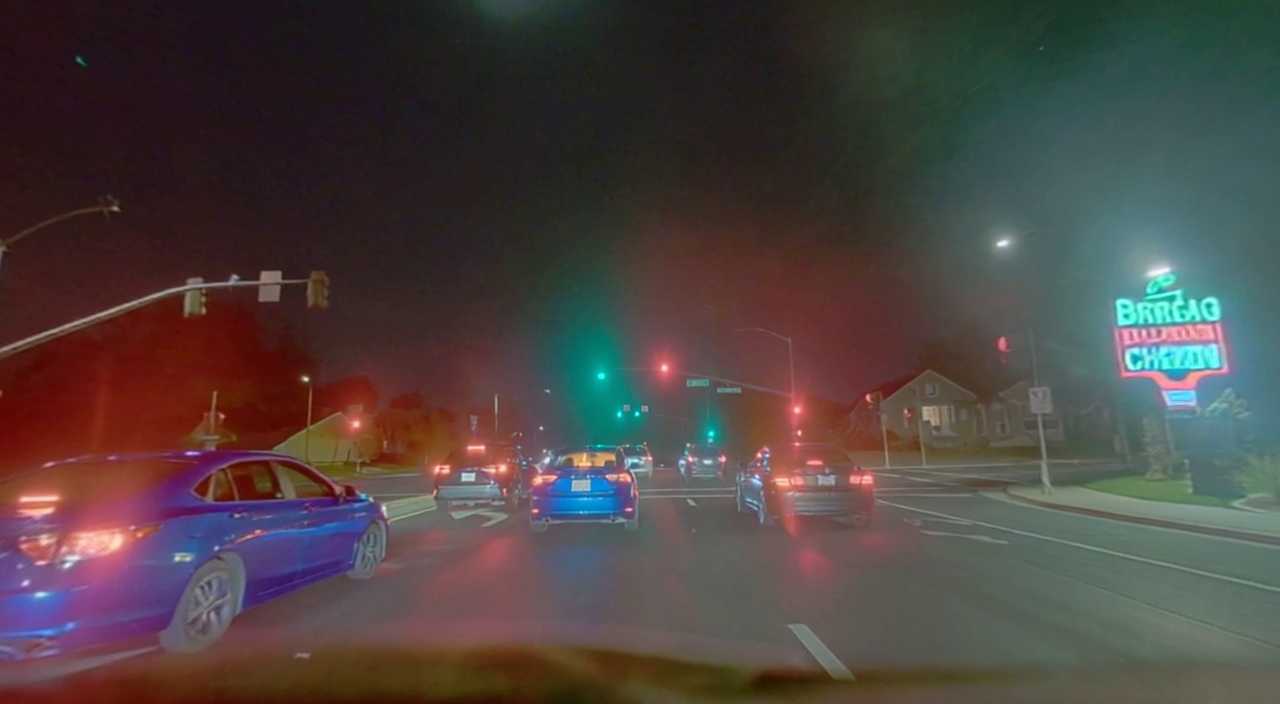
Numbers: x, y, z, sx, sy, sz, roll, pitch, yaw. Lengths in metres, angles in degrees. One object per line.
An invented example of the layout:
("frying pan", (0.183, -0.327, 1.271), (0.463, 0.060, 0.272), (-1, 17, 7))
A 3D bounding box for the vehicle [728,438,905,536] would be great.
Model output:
("vehicle", (2.997, 2.386, 11.841), (2.014, 1.464, 4.312), (0, -8, -1))

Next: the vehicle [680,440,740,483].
("vehicle", (2.826, 4.523, 26.363), (1.956, 1.615, 4.205), (0, -8, -1))

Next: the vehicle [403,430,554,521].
("vehicle", (-3.385, 2.691, 14.333), (2.024, 1.701, 4.572), (-1, -8, 3))

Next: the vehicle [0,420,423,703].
("vehicle", (-3.683, 1.419, 5.419), (2.058, 1.474, 4.473), (0, -8, 0))

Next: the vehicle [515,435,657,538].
("vehicle", (-0.814, 2.292, 11.364), (2.104, 1.500, 3.815), (0, -8, 0))
